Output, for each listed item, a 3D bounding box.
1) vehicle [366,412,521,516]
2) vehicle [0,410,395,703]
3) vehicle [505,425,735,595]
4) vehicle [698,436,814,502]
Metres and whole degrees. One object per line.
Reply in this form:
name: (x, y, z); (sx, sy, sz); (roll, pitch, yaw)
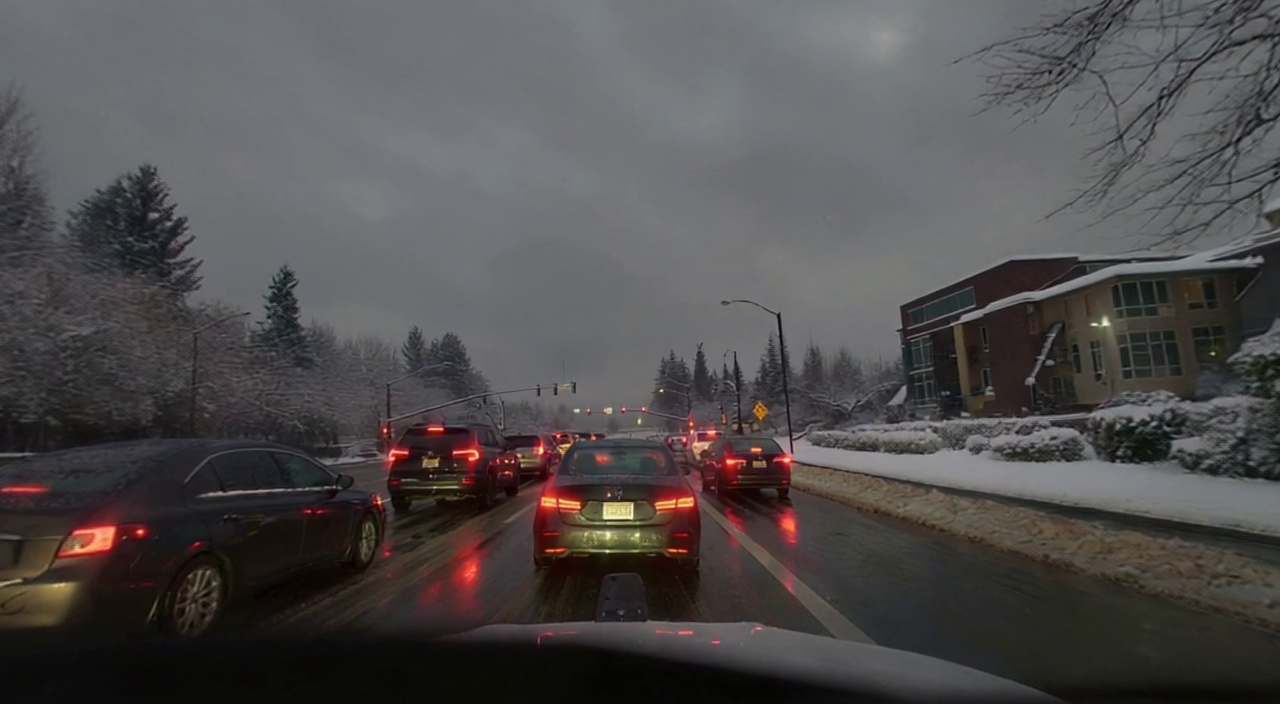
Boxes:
vehicle: (-4.035, 2.385, 13.904); (2.054, 1.881, 4.469); (0, -8, -1)
vehicle: (-3.863, 1.346, 5.248); (1.985, 1.467, 4.224); (0, -9, -1)
vehicle: (-0.230, 1.680, 7.621); (2.007, 1.467, 4.059); (0, -8, -2)
vehicle: (2.805, 2.959, 16.423); (1.978, 1.452, 4.381); (0, -8, -3)
